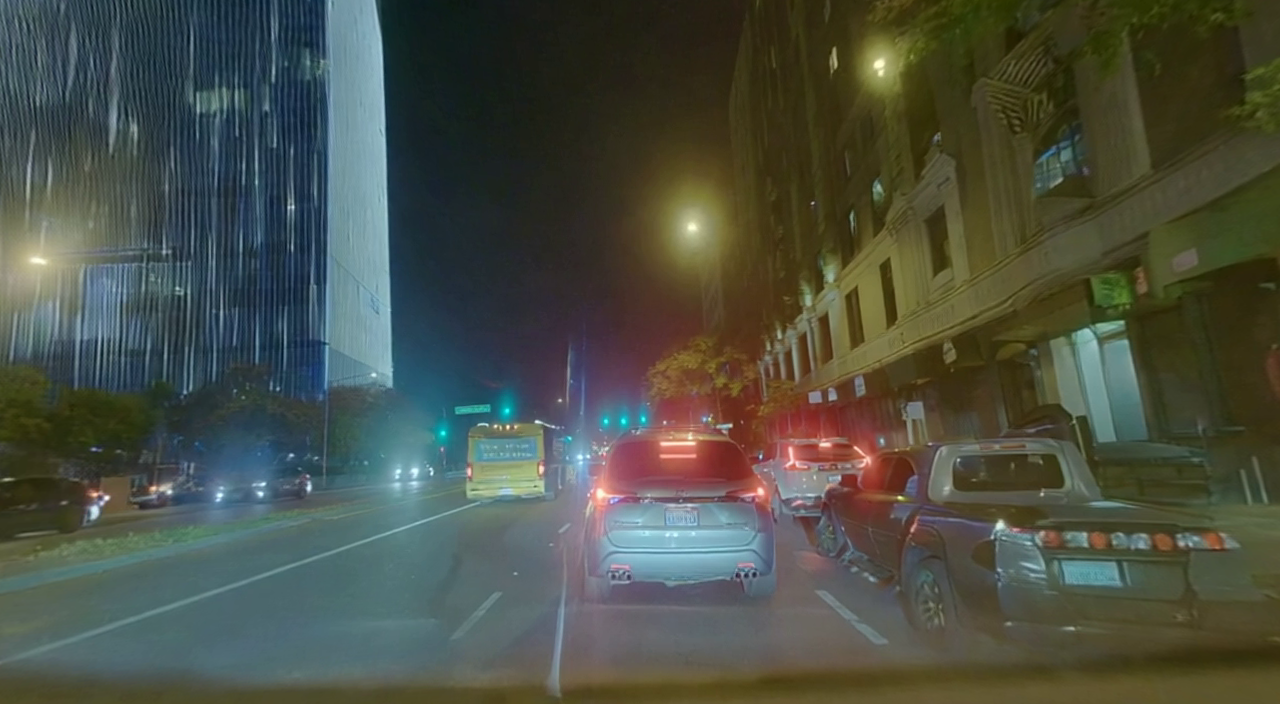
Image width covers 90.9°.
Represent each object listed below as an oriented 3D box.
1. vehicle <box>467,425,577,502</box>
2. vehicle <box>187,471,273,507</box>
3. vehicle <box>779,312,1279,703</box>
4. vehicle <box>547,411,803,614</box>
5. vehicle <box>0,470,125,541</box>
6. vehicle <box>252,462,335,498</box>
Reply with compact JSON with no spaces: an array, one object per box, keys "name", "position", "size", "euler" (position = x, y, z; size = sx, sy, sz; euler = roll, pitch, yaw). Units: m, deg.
[{"name":"vehicle","position":[-3.220,3.199,18.479],"size":[2.175,1.919,5.223],"euler":[0,-9,0]},{"name":"vehicle","position":[-22.585,7.545,34.932],"size":[1.854,1.419,4.318],"euler":[-7,-8,0]},{"name":"vehicle","position":[2.724,1.108,4.937],"size":[2.117,1.855,4.794],"euler":[0,-9,-1]},{"name":"vehicle","position":[0.229,1.557,6.917],"size":[2.045,1.608,3.573],"euler":[0,-9,-2]},{"name":"vehicle","position":[-16.438,4.024,16.873],"size":[1.903,1.580,3.976],"euler":[0,-9,0]},{"name":"vehicle","position":[-18.744,6.913,34.346],"size":[1.964,1.686,4.144],"euler":[0,-9,3]}]
